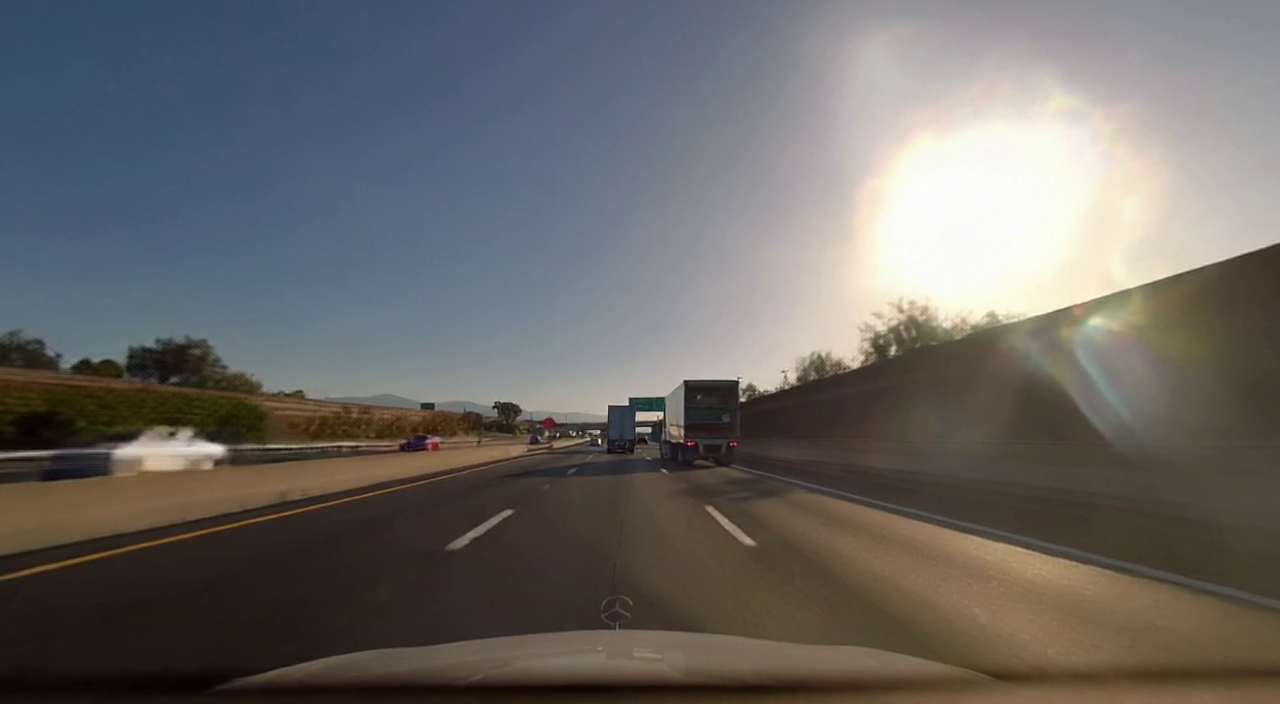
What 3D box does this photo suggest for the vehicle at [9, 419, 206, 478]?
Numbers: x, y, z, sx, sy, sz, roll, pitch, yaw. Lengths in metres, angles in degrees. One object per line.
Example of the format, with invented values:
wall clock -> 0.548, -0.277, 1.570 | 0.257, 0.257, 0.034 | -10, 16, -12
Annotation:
vehicle -> -16.521, 3.027, 20.033 | 2.059, 1.638, 4.831 | 0, -8, 0

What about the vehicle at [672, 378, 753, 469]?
vehicle -> 3.398, 3.712, 31.994 | 2.873, 3.998, 8.286 | 0, -8, -2
